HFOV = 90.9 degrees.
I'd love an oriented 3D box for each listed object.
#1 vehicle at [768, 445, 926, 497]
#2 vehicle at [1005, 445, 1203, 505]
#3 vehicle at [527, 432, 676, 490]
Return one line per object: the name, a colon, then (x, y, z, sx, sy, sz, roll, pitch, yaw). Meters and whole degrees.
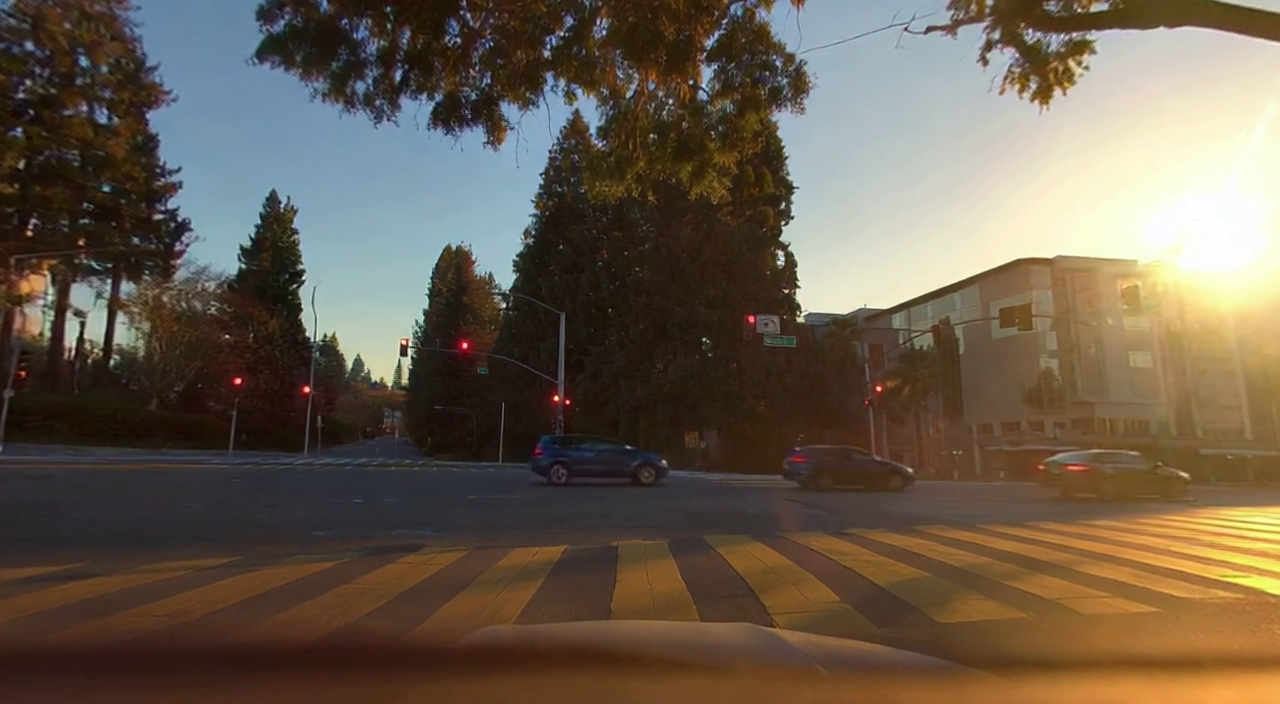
vehicle: (6.565, 3.729, 20.099, 4.475, 1.496, 1.861, 3, -9, -17)
vehicle: (13.297, 3.460, 18.129, 4.952, 1.511, 1.855, 2, -9, -17)
vehicle: (-1.336, 3.686, 21.582, 4.708, 1.810, 1.986, 3, -9, -18)
